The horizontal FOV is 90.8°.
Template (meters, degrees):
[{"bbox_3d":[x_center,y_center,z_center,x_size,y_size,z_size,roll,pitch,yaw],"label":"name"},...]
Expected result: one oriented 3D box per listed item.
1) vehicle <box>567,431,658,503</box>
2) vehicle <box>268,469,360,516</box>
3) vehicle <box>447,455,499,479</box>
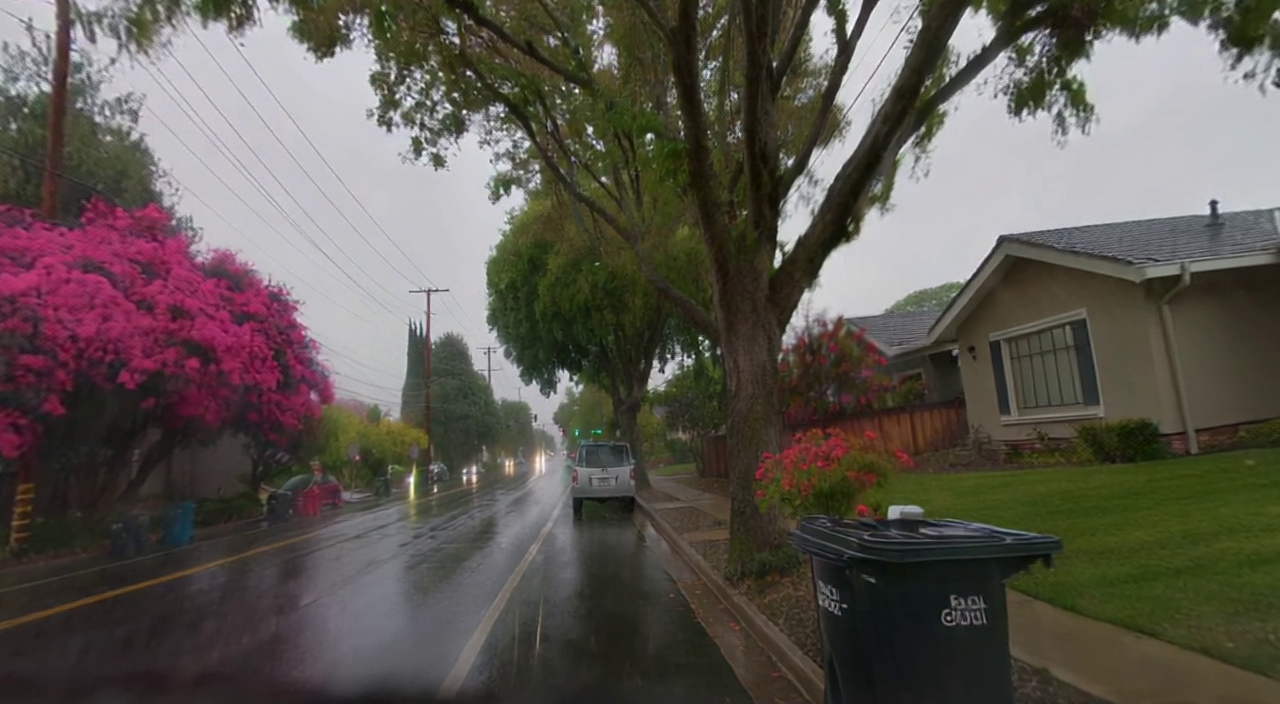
[{"bbox_3d":[-0.820,3.080,17.386,2.190,1.708,4.115,0,-8,-4],"label":"vehicle"},{"bbox_3d":[-13.769,5.917,26.986,1.982,1.660,4.142,1,-8,-6],"label":"vehicle"},{"bbox_3d":[-12.970,8.891,48.934,2.218,1.679,4.723,6,-11,-37],"label":"vehicle"}]
